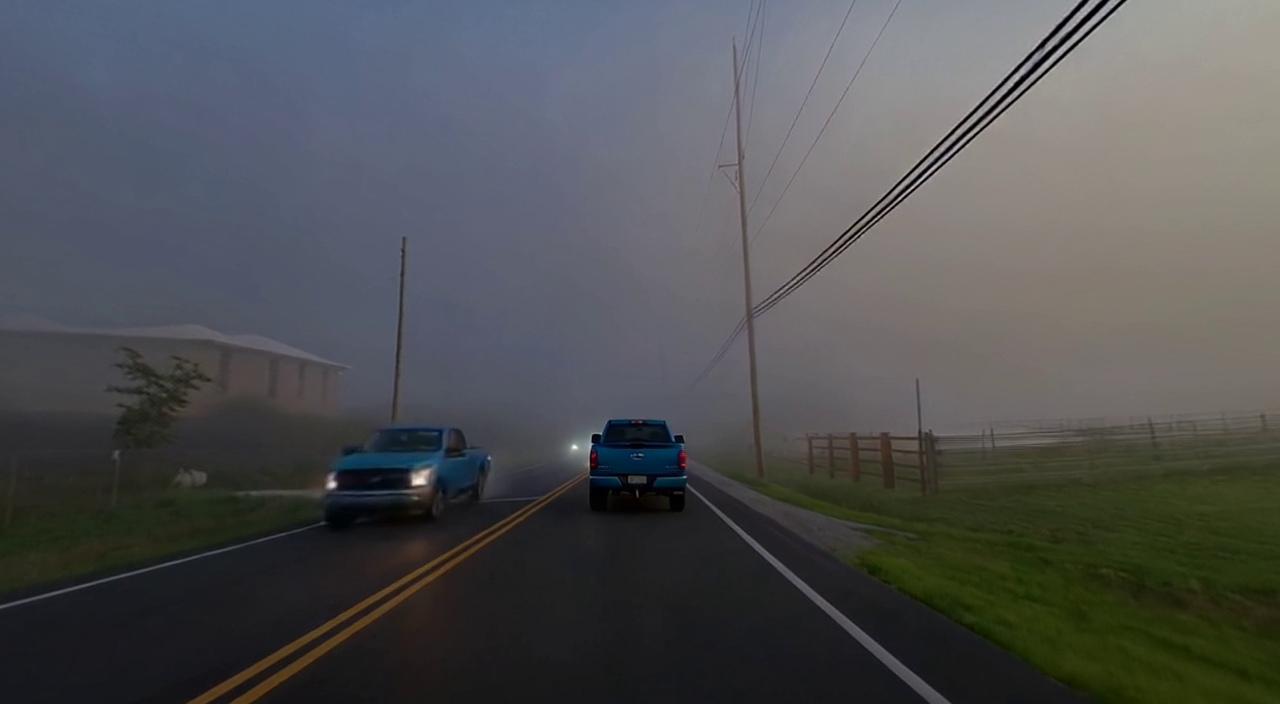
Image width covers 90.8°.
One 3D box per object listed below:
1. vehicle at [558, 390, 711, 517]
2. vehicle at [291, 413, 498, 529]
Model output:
[{"bbox_3d":[-0.137,2.233,14.210,2.693,2.223,5.885,0,-8,-1],"label":"vehicle"},{"bbox_3d":[-4.418,2.240,12.451,2.077,1.805,4.891,0,-8,0],"label":"vehicle"}]
